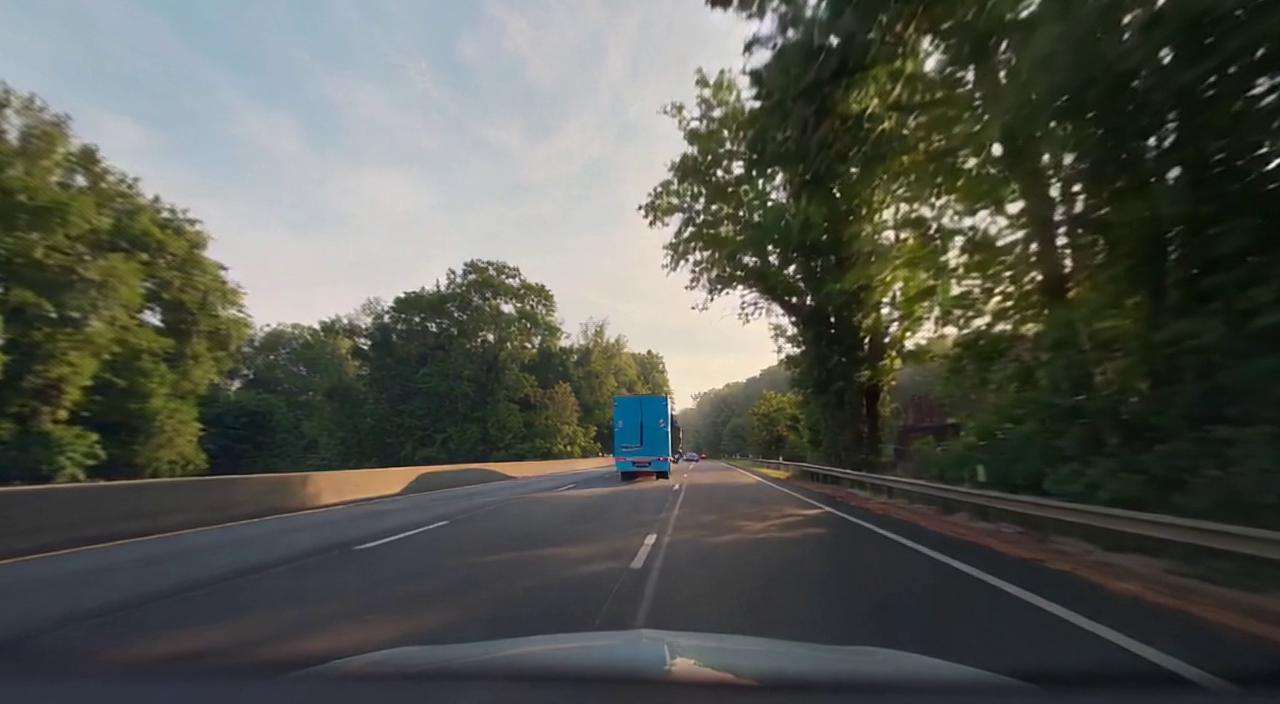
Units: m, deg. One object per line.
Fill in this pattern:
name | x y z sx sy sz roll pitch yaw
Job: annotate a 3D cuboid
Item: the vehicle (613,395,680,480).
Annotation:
vehicle | 0.558 4.659 33.800 2.821 3.878 8.925 -1 -9 5
